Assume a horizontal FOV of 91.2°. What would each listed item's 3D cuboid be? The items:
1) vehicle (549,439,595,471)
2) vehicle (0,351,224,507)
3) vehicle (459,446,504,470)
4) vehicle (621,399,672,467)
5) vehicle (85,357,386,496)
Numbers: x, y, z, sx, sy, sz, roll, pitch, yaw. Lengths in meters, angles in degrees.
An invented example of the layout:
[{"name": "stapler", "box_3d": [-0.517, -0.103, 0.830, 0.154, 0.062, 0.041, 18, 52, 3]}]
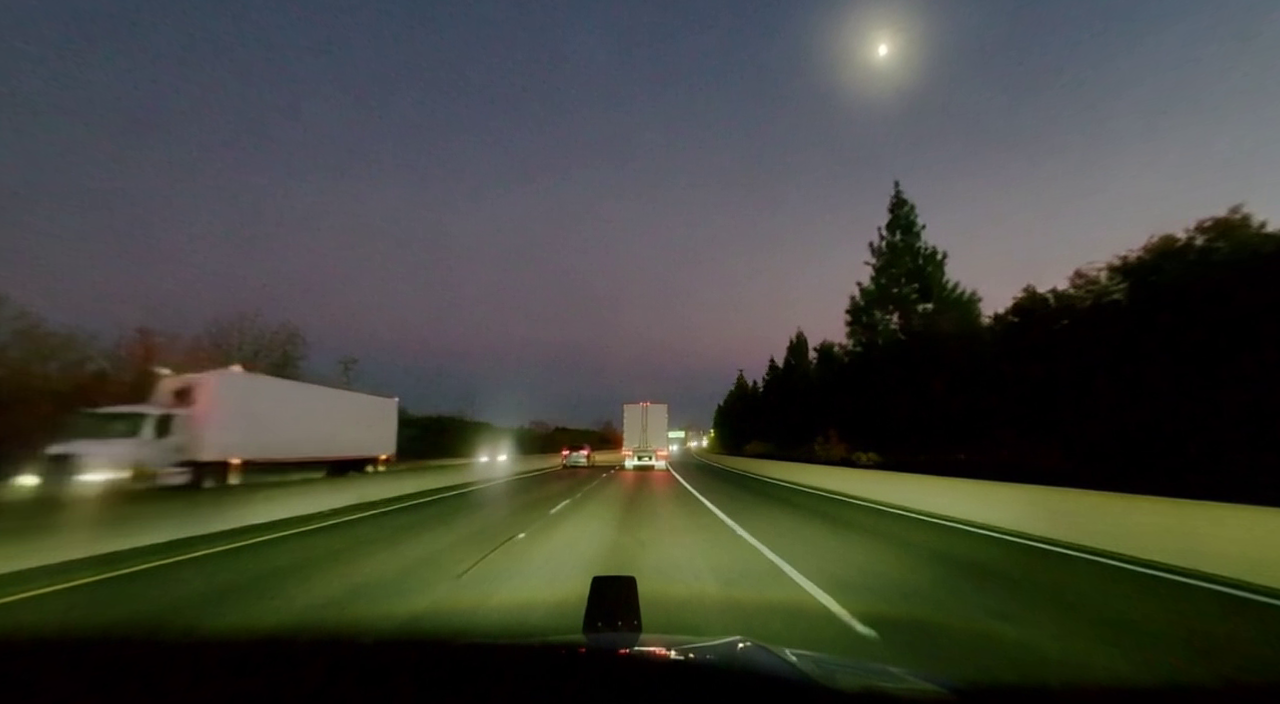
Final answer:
[{"name": "vehicle", "box_3d": [-3.759, 5.808, 35.486, 2.112, 1.645, 4.129, 0, -9, 0]}, {"name": "vehicle", "box_3d": [-14.853, 2.231, 17.910, 2.934, 3.940, 3.841, 0, -9, 1]}, {"name": "vehicle", "box_3d": [-10.263, 6.872, 40.842, 1.845, 1.488, 4.104, 0, -9, 1]}, {"name": "vehicle", "box_3d": [0.340, 5.765, 43.577, 3.100, 4.091, 10.664, 0, -9, 0]}, {"name": "vehicle", "box_3d": [-14.755, 3.259, 25.533, 2.947, 4.091, 13.930, 0, -9, 0]}]
